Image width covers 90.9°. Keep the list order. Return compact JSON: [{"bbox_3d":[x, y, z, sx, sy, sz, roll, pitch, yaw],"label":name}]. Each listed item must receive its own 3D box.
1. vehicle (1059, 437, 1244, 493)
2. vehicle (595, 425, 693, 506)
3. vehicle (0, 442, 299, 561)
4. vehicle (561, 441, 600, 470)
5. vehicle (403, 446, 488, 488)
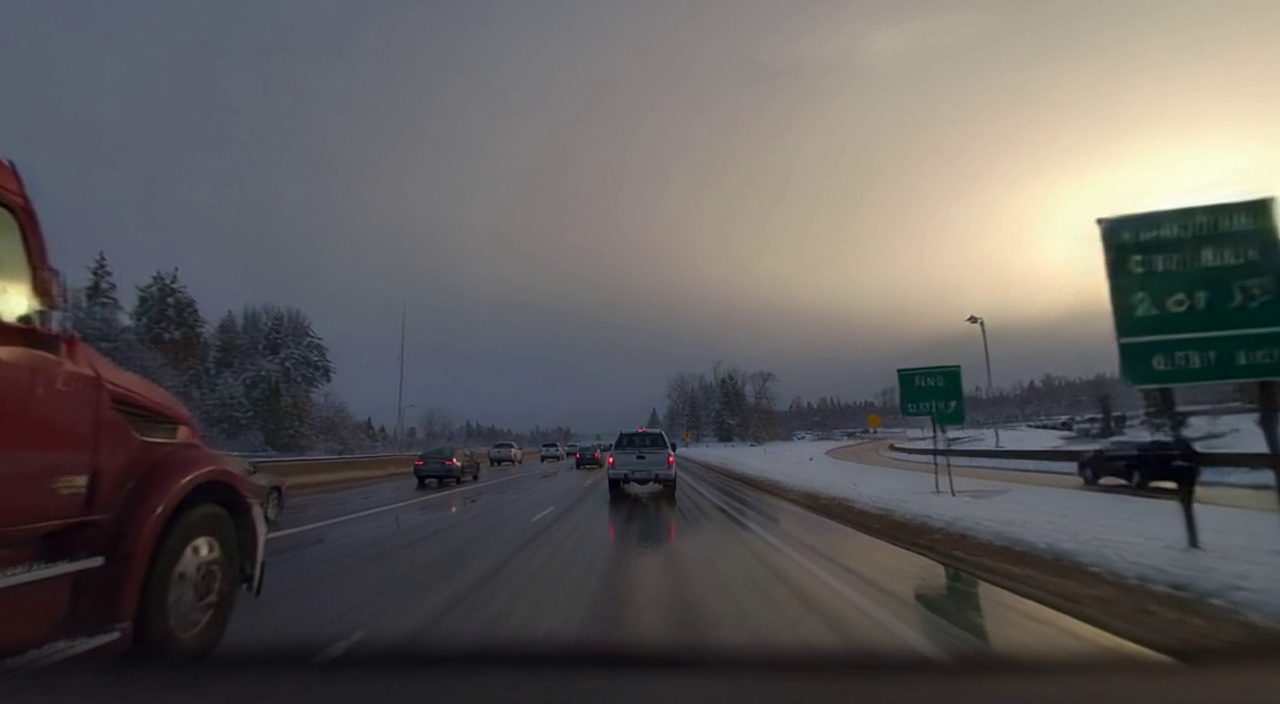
[{"bbox_3d":[15.280,3.391,19.292,1.918,1.472,4.782,-1,-9,4],"label":"vehicle"},{"bbox_3d":[0.080,2.806,15.954,2.152,1.779,3.924,0,-9,0],"label":"vehicle"},{"bbox_3d":[-7.589,2.189,10.044,1.864,1.458,4.295,0,-9,0],"label":"vehicle"},{"bbox_3d":[-3.527,6.227,38.202,1.952,1.649,4.131,0,-9,1],"label":"vehicle"},{"bbox_3d":[-7.357,4.385,24.372,1.869,1.466,4.217,0,-9,1],"label":"vehicle"}]
